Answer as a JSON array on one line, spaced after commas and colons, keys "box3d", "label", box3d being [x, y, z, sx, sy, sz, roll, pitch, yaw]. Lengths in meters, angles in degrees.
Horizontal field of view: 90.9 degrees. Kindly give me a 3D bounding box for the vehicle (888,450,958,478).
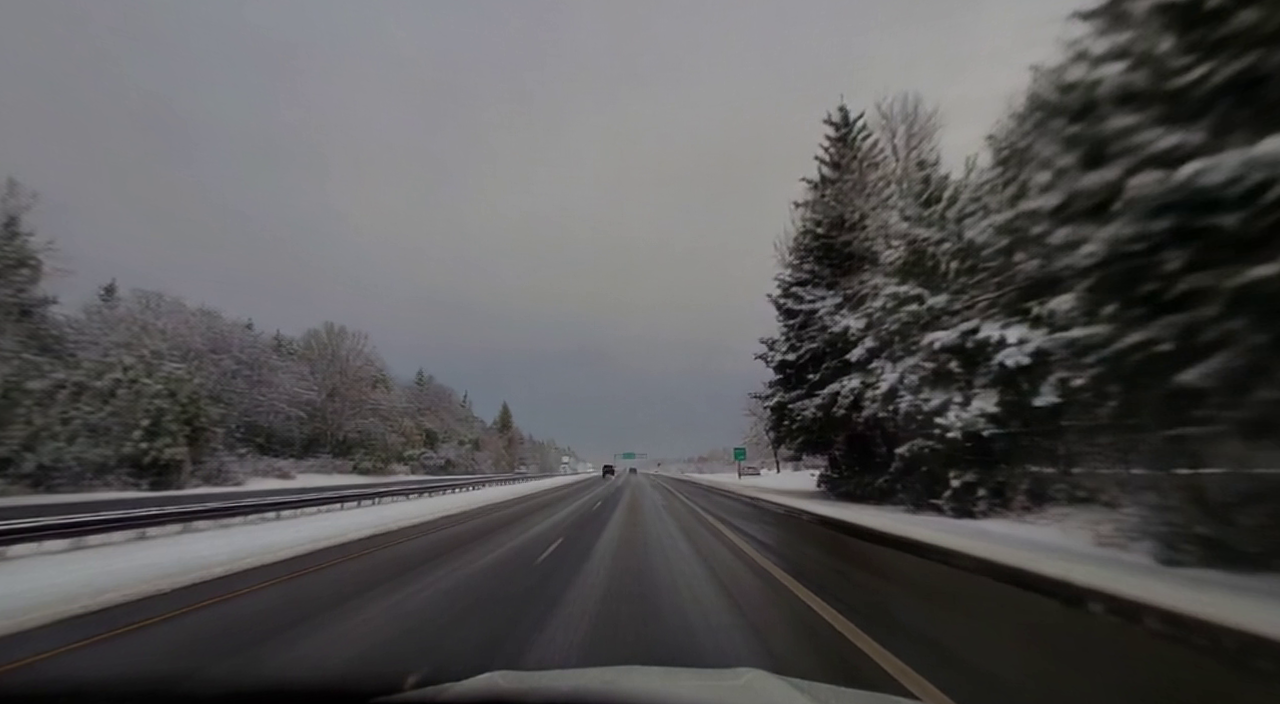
[{"box3d": [16.489, 6.588, 36.944, 1.973, 1.540, 3.978, 2, -10, -4], "label": "vehicle"}]
